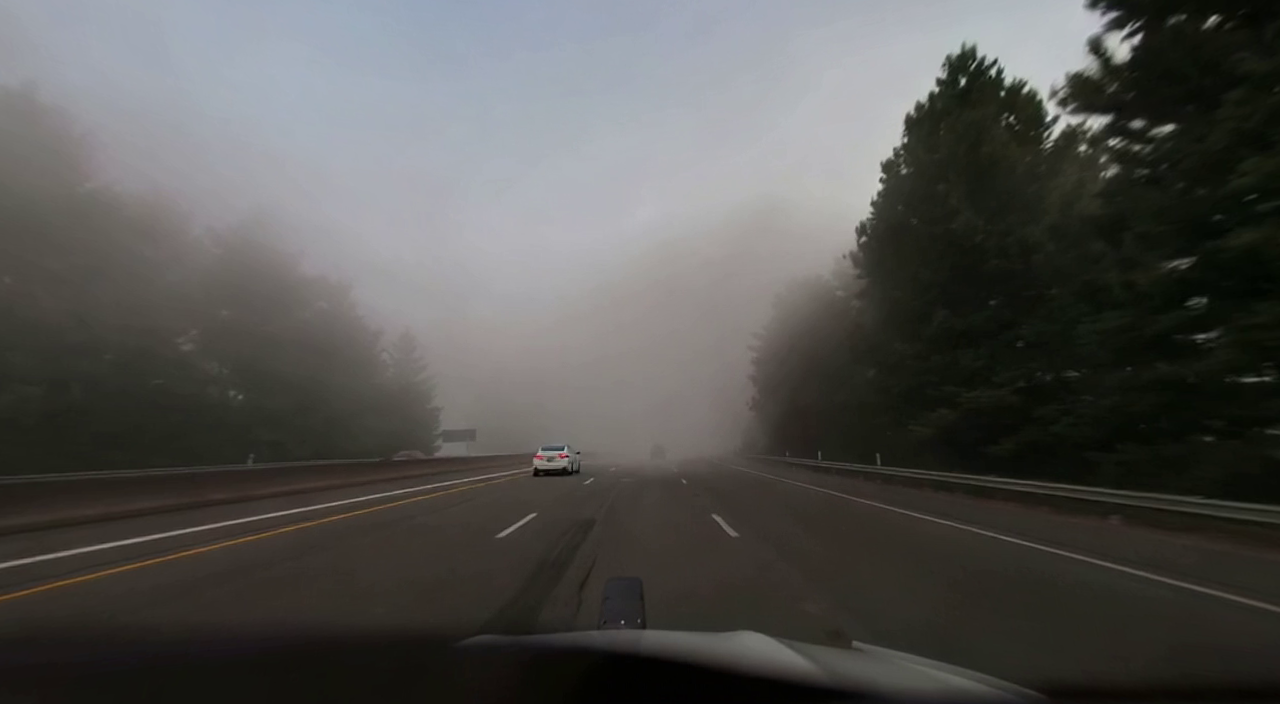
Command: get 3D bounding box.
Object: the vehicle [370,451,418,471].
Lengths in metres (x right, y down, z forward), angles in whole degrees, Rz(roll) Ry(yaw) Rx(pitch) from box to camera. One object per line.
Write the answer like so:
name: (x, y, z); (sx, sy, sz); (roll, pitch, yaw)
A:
vehicle: (-18.553, 8.253, 47.721); (2.031, 1.420, 3.675); (-1, -9, 2)

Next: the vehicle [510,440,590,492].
vehicle: (-2.919, 3.822, 21.445); (1.959, 1.571, 4.313); (-1, -9, 2)
